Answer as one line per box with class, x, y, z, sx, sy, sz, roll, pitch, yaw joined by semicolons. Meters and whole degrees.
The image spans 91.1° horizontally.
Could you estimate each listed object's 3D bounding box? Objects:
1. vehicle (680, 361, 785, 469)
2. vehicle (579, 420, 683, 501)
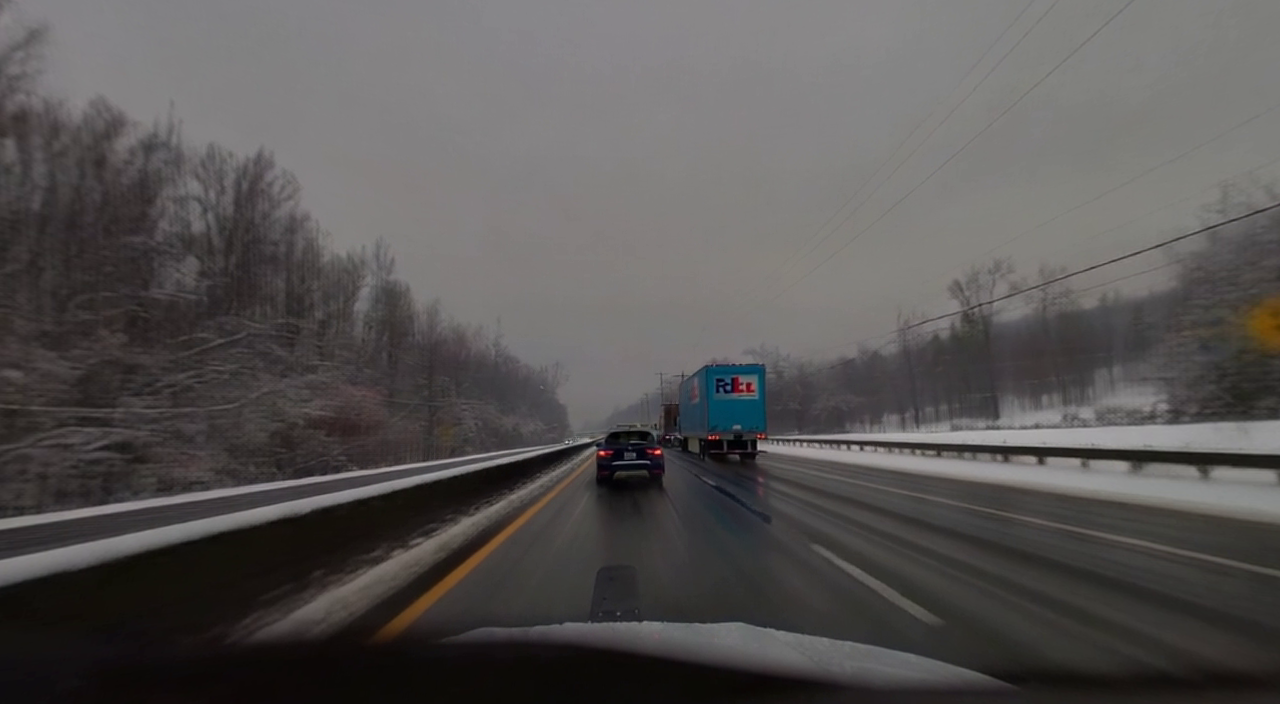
vehicle;3.628;2.865;27.200;2.835;3.872;8.916;0;-8;-2
vehicle;-0.230;2.421;14.439;2.062;1.581;3.914;0;-8;-2
